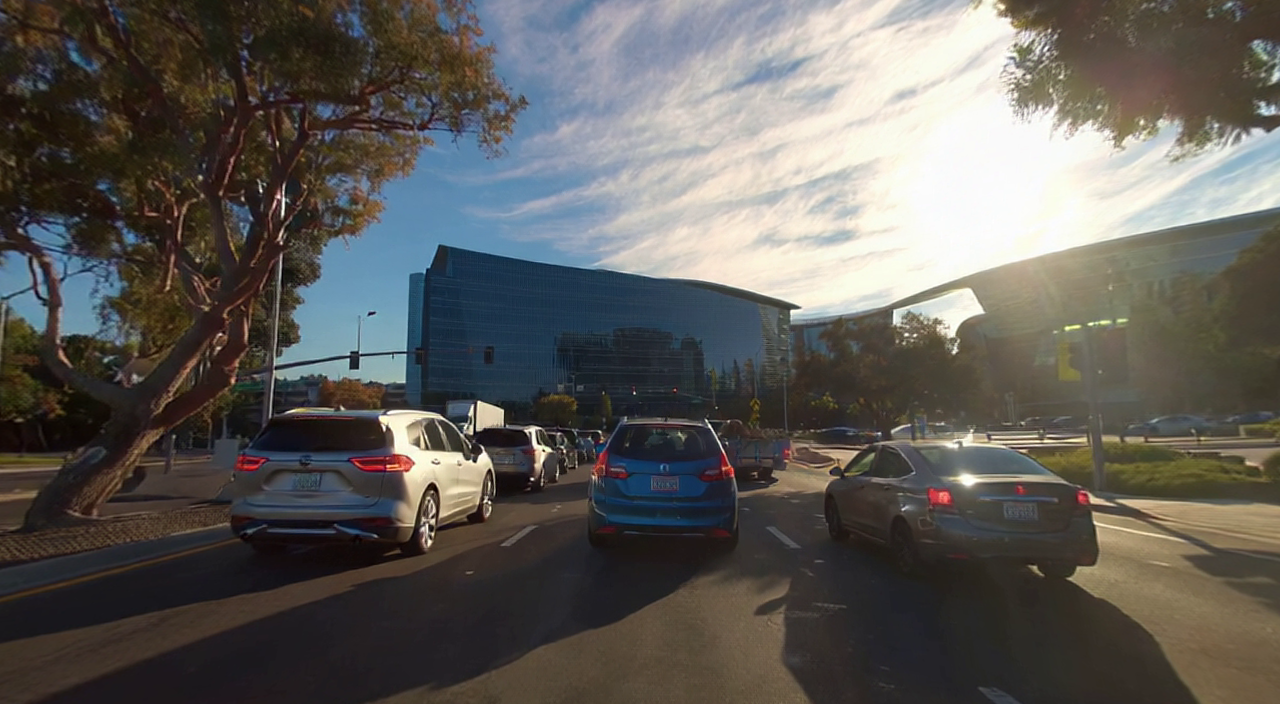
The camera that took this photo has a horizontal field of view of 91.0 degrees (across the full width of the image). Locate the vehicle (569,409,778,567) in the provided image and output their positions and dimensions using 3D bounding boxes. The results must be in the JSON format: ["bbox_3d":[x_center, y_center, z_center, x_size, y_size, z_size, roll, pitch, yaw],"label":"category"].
[{"bbox_3d":[0.378,1.748,8.780,2.189,1.649,4.171,0,-8,1],"label":"vehicle"}]

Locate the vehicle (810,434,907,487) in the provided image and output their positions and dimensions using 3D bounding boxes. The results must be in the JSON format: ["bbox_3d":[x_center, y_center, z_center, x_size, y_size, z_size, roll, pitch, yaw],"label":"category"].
[{"bbox_3d":[7.249,3.627,21.363,2.067,1.599,4.251,-1,-8,5],"label":"vehicle"}]

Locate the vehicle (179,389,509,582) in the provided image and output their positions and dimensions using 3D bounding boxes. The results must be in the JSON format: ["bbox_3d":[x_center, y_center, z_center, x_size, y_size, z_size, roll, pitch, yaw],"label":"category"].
[{"bbox_3d":[-3.251,1.579,8.186,2.085,1.812,4.388,0,-8,1],"label":"vehicle"}]
